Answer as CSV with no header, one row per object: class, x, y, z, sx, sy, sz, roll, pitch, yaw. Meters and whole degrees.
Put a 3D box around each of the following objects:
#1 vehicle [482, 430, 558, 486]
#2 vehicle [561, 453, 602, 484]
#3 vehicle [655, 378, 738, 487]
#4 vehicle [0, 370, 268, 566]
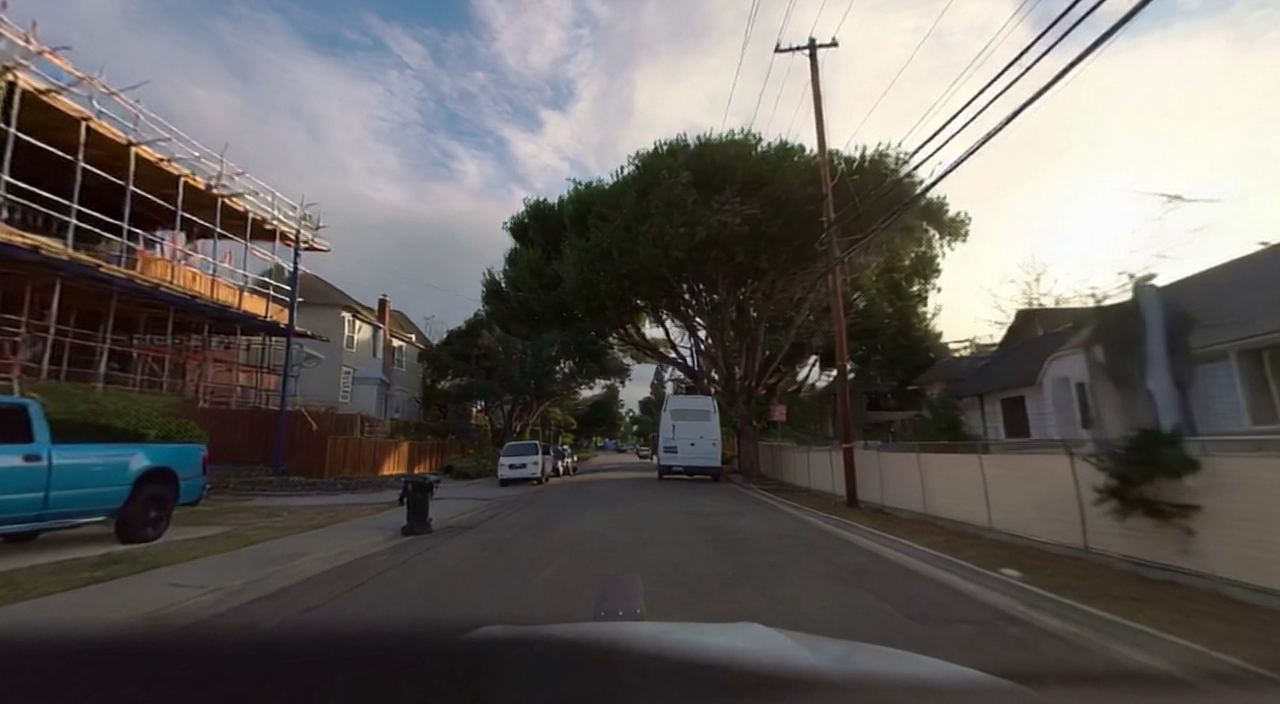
vehicle,-5.001,4.435,27.013,2.171,1.910,4.789,-1,-4,2
vehicle,-3.981,8.040,43.697,2.257,1.916,5.089,0,-9,1
vehicle,2.176,3.757,27.399,2.915,3.793,9.963,1,-11,2
vehicle,-7.276,1.260,7.006,2.238,1.895,5.648,-1,-9,8
